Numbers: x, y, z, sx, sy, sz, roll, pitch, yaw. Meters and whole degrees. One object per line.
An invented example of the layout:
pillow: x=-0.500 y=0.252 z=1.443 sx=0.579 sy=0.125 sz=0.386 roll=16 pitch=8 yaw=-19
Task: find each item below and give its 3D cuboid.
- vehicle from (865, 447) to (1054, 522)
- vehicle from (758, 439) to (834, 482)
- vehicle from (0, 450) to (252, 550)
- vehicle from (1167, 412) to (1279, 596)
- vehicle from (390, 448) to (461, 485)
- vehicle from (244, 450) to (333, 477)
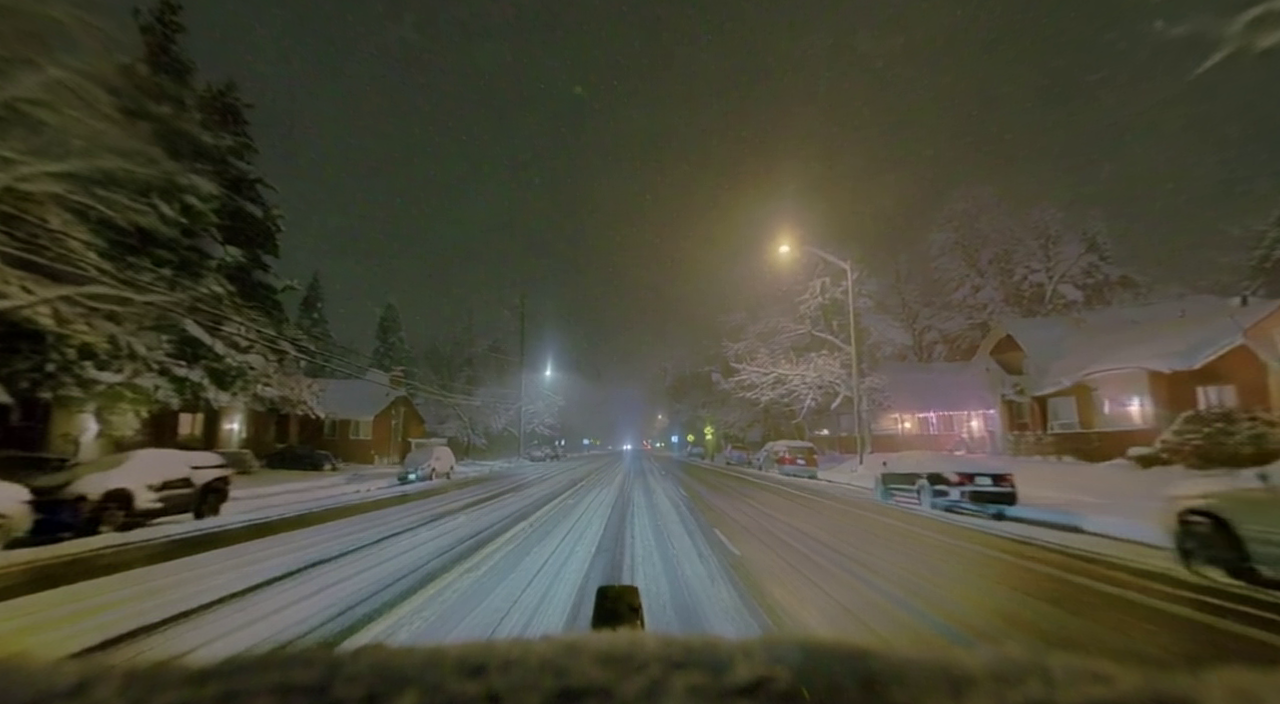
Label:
vehicle: x=7.286 y=3.030 z=15.128 sx=1.982 sy=1.479 sz=4.687 roll=0 pitch=-9 yaw=-1
vehicle: x=7.021 y=4.926 z=29.110 sx=2.087 sy=1.762 sz=5.493 roll=0 pitch=-9 yaw=0
vehicle: x=-10.553 y=2.943 z=13.258 sx=1.974 sy=1.682 sz=4.339 roll=-2 pitch=-9 yaw=1
vehicle: x=7.340 y=1.293 z=4.849 sx=2.064 sy=1.802 sz=5.293 roll=0 pitch=-9 yaw=1
vehicle: x=-10.877 y=5.824 z=32.426 sx=2.048 sy=1.692 sz=4.635 roll=-2 pitch=-9 yaw=0
vehicle: x=-20.536 y=6.531 z=37.035 sx=4.055 sy=1.511 sz=1.898 roll=0 pitch=-9 yaw=-4
